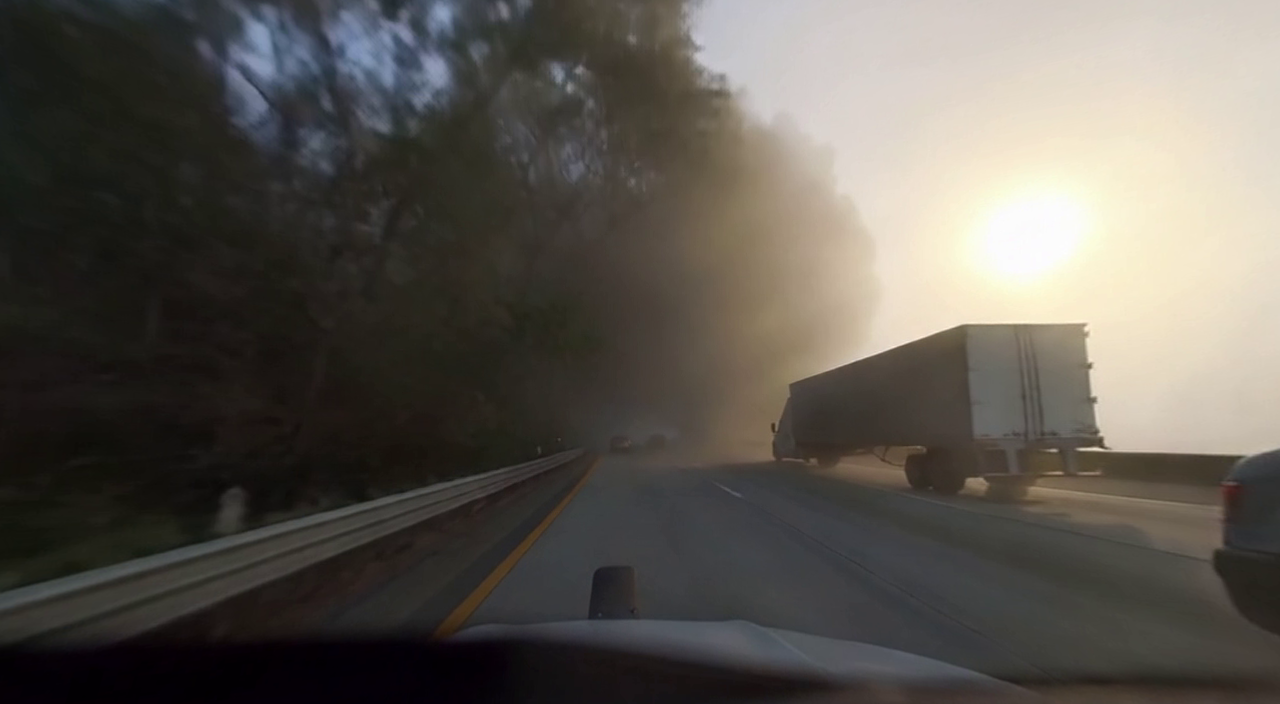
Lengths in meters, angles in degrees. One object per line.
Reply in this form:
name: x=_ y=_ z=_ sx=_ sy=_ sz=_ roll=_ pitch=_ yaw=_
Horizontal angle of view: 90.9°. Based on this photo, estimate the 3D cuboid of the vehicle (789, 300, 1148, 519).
vehicle: x=7.751 y=1.959 z=18.876 sx=2.888 sy=4.093 sz=14.227 roll=0 pitch=-8 yaw=-1

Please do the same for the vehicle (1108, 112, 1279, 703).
vehicle: x=3.452 y=0.173 z=0.103 sx=2.436 sy=2.521 sz=5.409 roll=0 pitch=-8 yaw=-1

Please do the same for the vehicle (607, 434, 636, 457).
vehicle: x=-1.449 y=7.110 z=48.226 sx=2.088 sy=1.671 sz=4.068 roll=0 pitch=-8 yaw=-2
